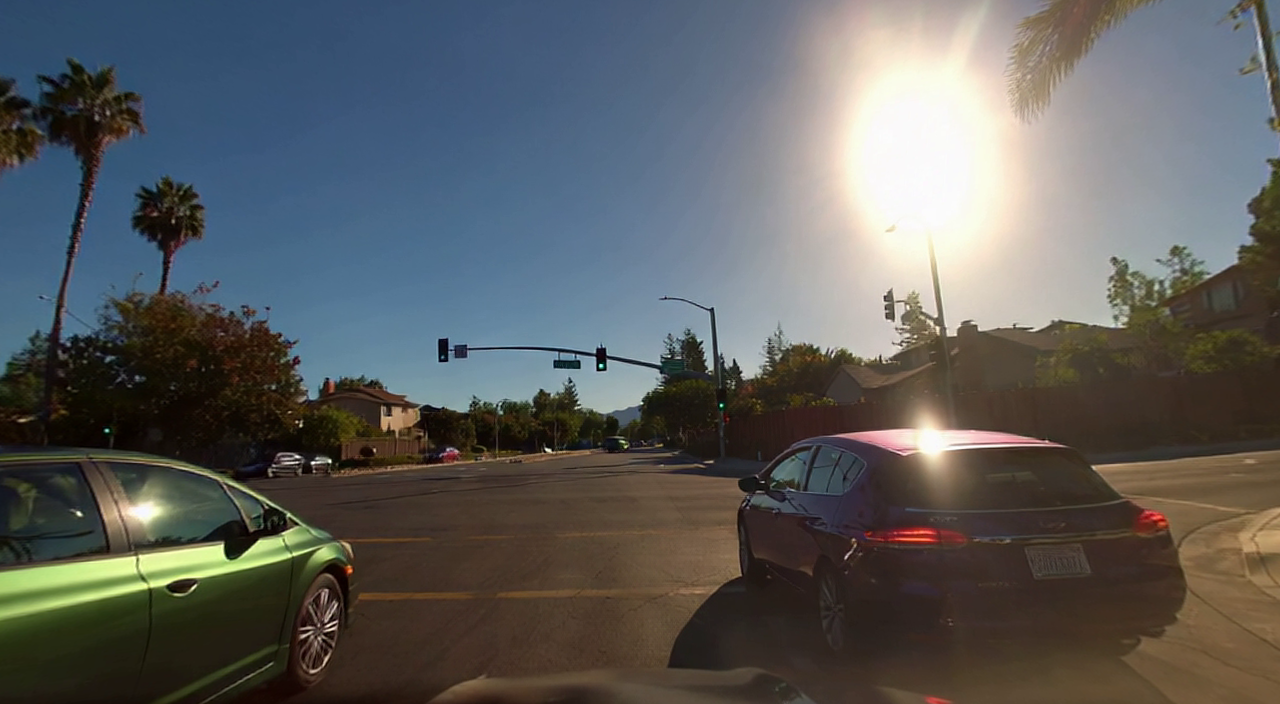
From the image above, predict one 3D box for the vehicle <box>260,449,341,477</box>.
[{"bbox_3d":[-20.024,6.530,37.554,2.084,1.528,4.778,-1,-9,2],"label":"vehicle"}]
